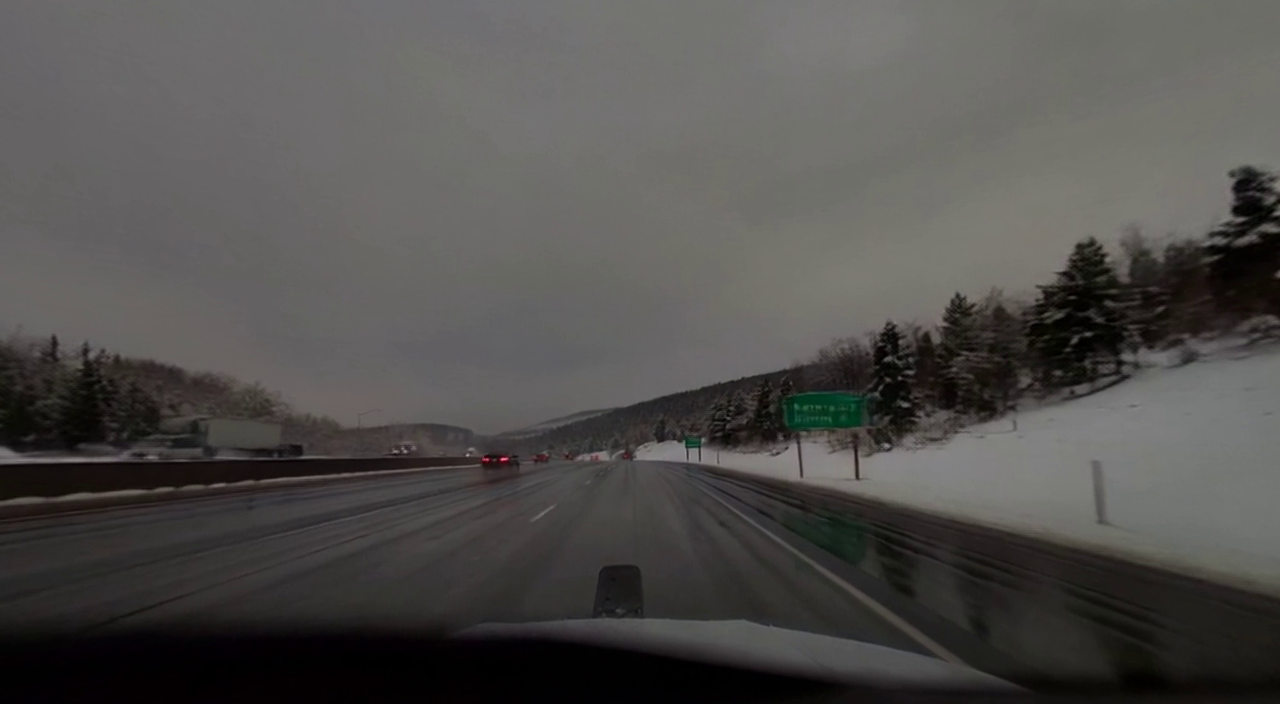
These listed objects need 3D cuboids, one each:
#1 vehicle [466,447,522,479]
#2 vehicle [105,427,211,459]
[{"bbox_3d":[-7.858,5.983,34.308,2.045,1.624,4.338,0,-9,-1],"label":"vehicle"},{"bbox_3d":[-32.587,6.204,42.905,2.403,1.999,6.275,0,-9,-2],"label":"vehicle"}]
